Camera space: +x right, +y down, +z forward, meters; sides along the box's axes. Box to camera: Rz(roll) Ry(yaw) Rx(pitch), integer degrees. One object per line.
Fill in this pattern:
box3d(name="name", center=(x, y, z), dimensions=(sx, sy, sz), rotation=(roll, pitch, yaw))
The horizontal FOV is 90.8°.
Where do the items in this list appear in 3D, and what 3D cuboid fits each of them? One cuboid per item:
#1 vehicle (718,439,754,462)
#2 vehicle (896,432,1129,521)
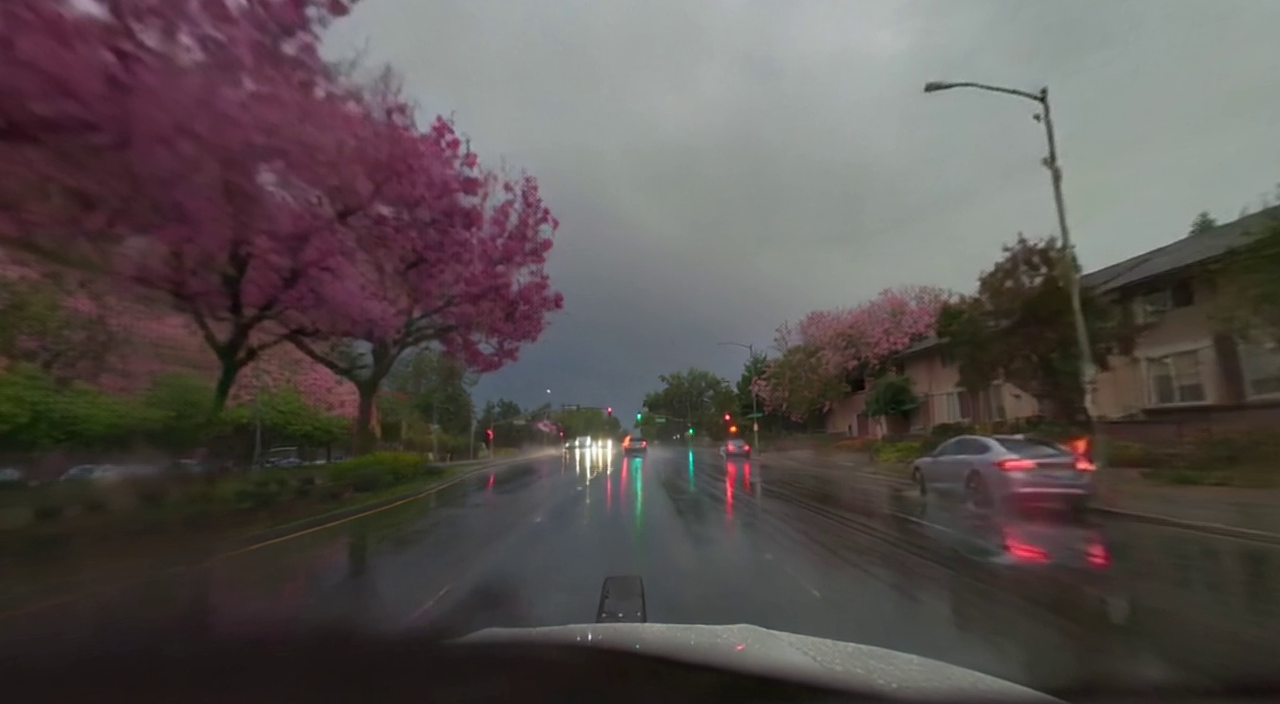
box3d(name="vehicle", center=(7.142, 7.363, 47.407), dimensions=(1.933, 1.580, 4.162), rotation=(0, -8, -1))
box3d(name="vehicle", center=(7.063, 2.386, 12.684), dimensions=(2.032, 1.449, 4.413), rotation=(0, -8, 1))
